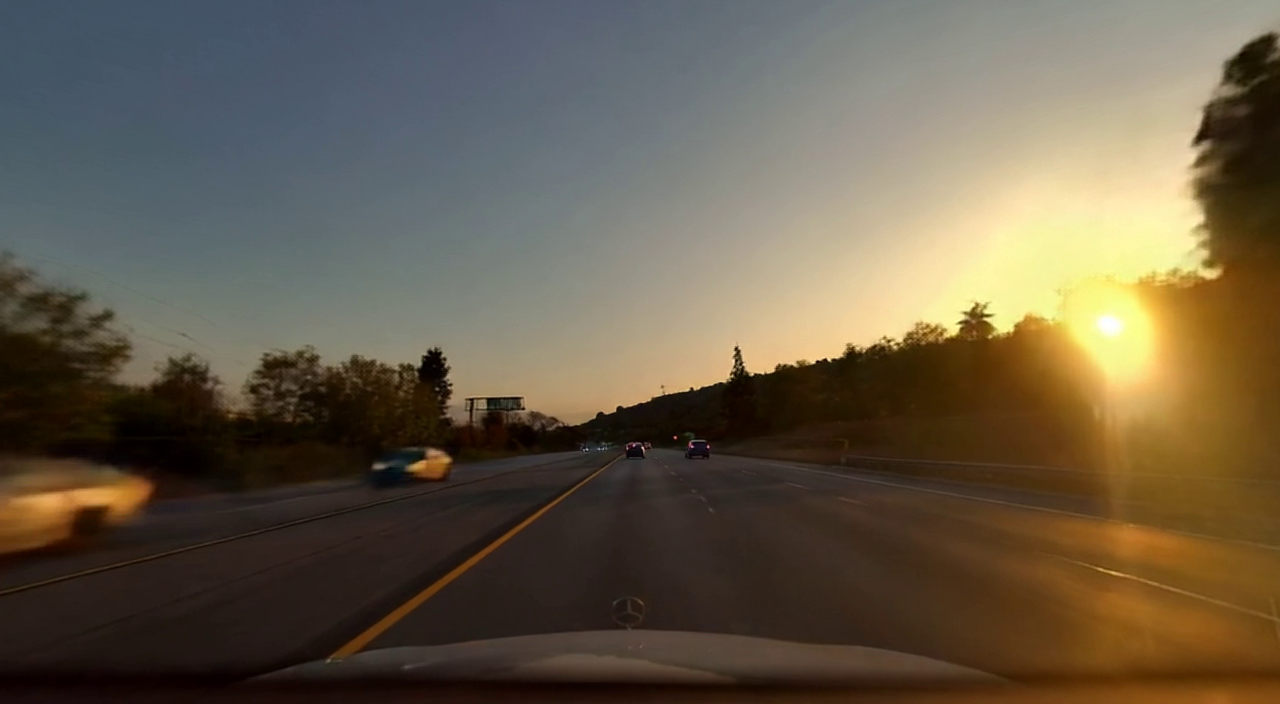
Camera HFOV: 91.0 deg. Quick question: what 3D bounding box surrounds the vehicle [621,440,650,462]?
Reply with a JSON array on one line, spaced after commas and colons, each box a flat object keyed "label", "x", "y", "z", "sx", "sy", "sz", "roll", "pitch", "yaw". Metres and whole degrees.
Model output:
[{"label": "vehicle", "x": -0.276, "y": 7.270, "z": 46.307, "sx": 2.009, "sy": 1.554, "sz": 4.013, "roll": 0, "pitch": -8, "yaw": 1}]

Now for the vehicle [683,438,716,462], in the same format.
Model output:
[{"label": "vehicle", "x": 4.235, "y": 7.061, "z": 45.372, "sx": 2.037, "sy": 1.609, "sz": 4.036, "roll": 0, "pitch": -8, "yaw": 0}]

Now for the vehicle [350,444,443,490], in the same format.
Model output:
[{"label": "vehicle", "x": -9.244, "y": 4.361, "z": 24.261, "sx": 1.923, "sy": 1.573, "sz": 4.250, "roll": 0, "pitch": -8, "yaw": -1}]
